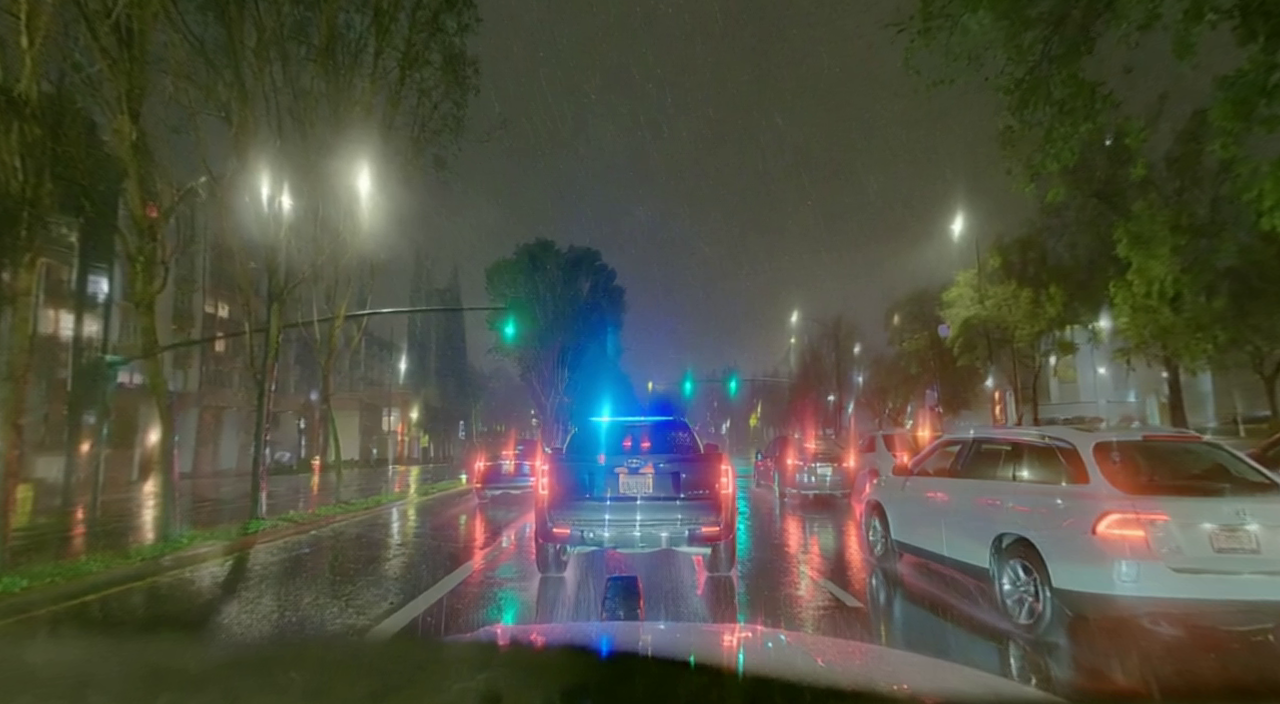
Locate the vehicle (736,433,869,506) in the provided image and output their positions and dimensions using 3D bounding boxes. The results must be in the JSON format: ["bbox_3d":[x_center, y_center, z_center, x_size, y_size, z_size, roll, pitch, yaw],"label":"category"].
[{"bbox_3d":[3.646,2.711,15.068,1.940,1.474,4.234,0,-8,-1],"label":"vehicle"}]

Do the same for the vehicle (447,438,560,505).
[{"bbox_3d":[-3.308,2.983,16.213,1.913,1.464,4.276,0,-8,0],"label":"vehicle"}]

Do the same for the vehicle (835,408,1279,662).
[{"bbox_3d":[3.636,1.417,6.079,1.995,1.483,4.533,0,-8,-1],"label":"vehicle"}]

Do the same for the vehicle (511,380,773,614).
[{"bbox_3d":[-0.036,1.458,7.275,2.038,1.819,4.505,0,-8,-1],"label":"vehicle"}]
